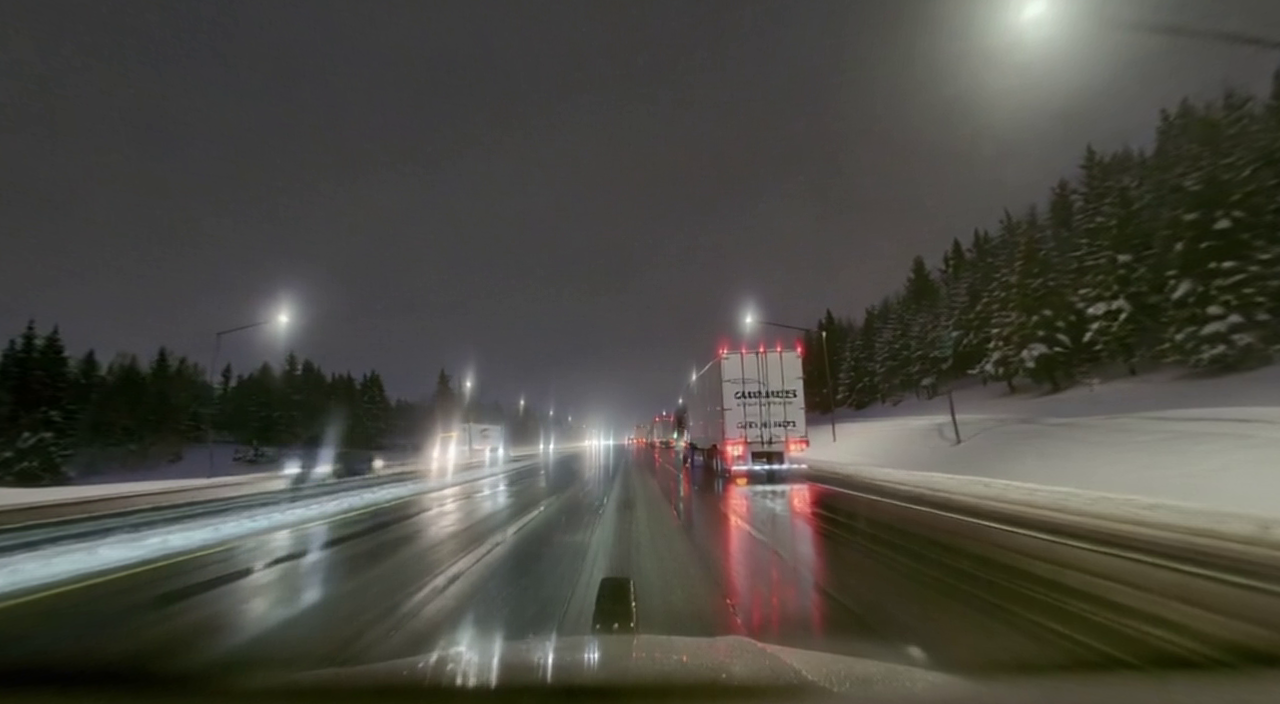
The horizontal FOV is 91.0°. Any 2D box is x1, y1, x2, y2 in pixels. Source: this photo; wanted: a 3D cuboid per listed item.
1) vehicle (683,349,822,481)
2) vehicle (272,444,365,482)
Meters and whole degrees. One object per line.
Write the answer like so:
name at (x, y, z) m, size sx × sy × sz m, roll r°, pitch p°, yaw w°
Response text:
vehicle at (3.951, 2.955, 26.816) m, size 2.976 × 4.064 × 14.619 m, roll 0°, pitch -8°, yaw -1°
vehicle at (-13.542, 4.674, 26.807) m, size 1.901 × 1.468 × 3.912 m, roll 0°, pitch -8°, yaw 0°
